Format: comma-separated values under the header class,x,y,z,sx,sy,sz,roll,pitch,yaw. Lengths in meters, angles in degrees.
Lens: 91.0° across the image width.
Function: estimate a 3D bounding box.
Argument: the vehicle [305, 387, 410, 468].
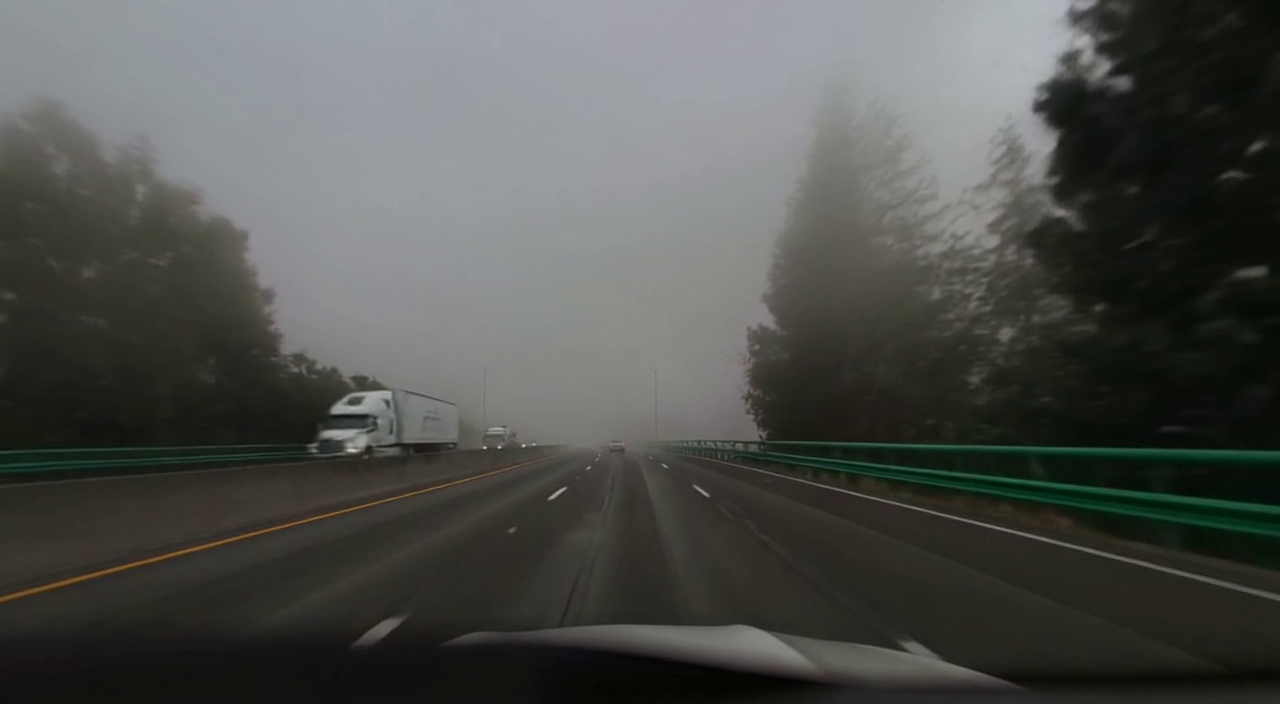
class,x,y,z,sx,sy,sz,roll,pitch,yaw
vehicle,-15.009,4.119,34.028,3.001,3.939,5.925,0,-8,-3
